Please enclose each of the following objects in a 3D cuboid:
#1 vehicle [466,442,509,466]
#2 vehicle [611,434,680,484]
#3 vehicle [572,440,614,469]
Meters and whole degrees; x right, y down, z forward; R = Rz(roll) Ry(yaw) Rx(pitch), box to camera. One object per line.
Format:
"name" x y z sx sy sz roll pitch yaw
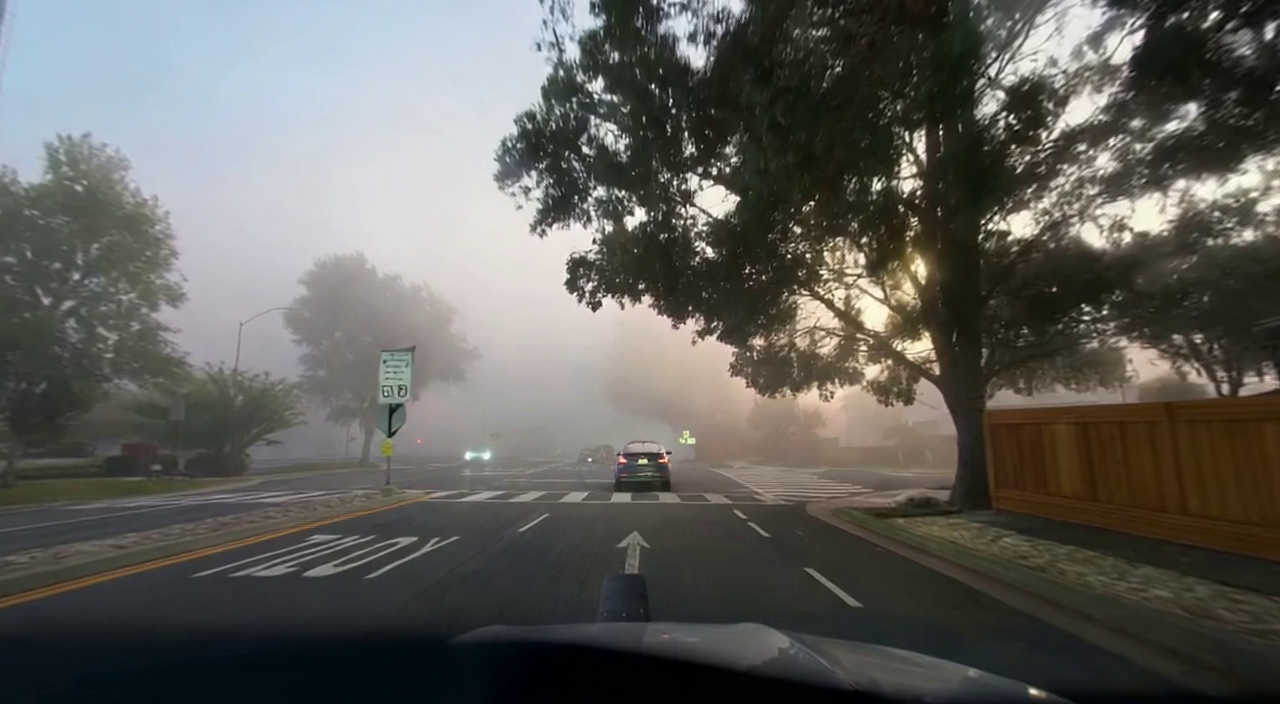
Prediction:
"vehicle" -11.292 7.553 46.829 2.103 1.679 4.199 0 -8 1
"vehicle" 0.235 3.869 23.033 2.290 1.653 4.127 0 -8 1
"vehicle" -2.850 6.364 39.423 2.067 1.546 4.988 2 -7 2
